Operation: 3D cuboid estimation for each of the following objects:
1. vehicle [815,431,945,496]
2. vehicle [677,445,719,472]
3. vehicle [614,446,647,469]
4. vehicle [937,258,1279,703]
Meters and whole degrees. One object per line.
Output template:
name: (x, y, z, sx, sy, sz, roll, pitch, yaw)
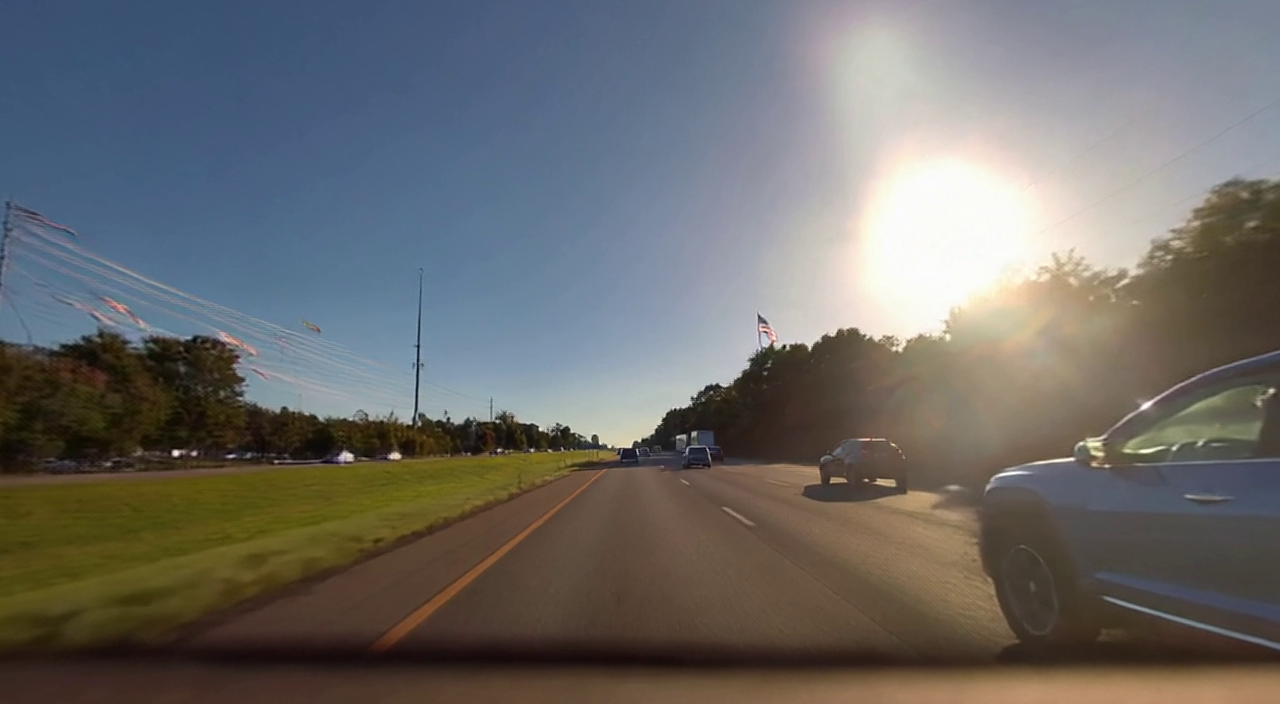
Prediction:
vehicle: (7.323, 3.443, 19.938, 2.114, 1.800, 4.779, 0, -8, -1)
vehicle: (3.339, 6.251, 37.272, 1.978, 1.488, 4.252, 0, -8, -2)
vehicle: (-0.602, 6.922, 41.719, 2.085, 1.449, 3.860, 0, -8, -1)
vehicle: (3.675, 0.593, 1.986, 2.461, 2.013, 6.075, 0, -8, -1)
